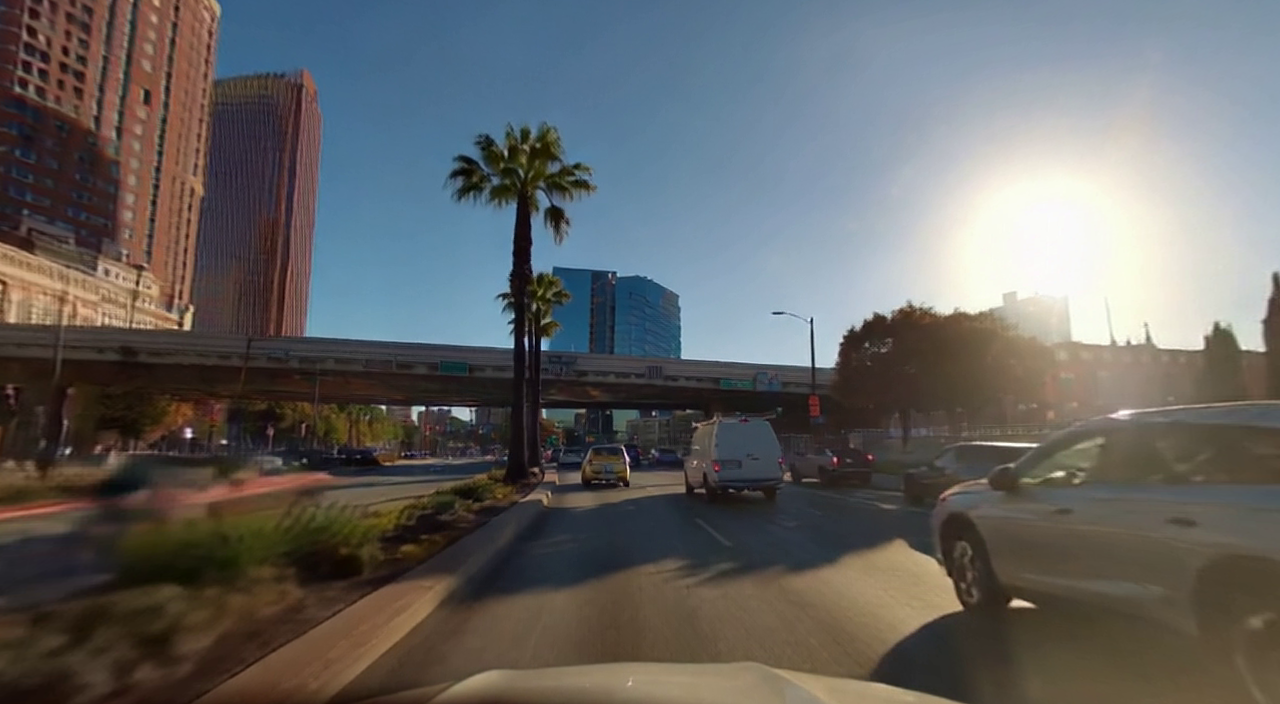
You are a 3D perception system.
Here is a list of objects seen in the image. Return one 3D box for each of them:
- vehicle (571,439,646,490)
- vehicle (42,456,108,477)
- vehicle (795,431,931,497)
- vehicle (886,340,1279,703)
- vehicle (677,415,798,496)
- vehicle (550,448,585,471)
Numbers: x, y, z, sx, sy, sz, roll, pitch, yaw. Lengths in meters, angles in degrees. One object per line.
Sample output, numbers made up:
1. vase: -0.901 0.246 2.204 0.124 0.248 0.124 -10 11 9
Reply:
1. vehicle: -1.278 4.028 23.038 2.332 1.625 4.933 1 -9 -7
2. vehicle: -43.246 8.767 48.438 1.794 1.461 3.581 0 -9 -3
3. vehicle: 6.578 3.365 19.365 2.164 1.745 4.677 0 -9 -4
4. vehicle: 3.573 1.035 4.032 2.151 1.695 4.258 0 -9 -2
5. vehicle: 2.800 3.192 19.736 2.434 2.171 5.098 1 -9 -7
6. vehicle: -5.188 7.636 44.967 2.081 1.503 3.681 2 -9 -13
